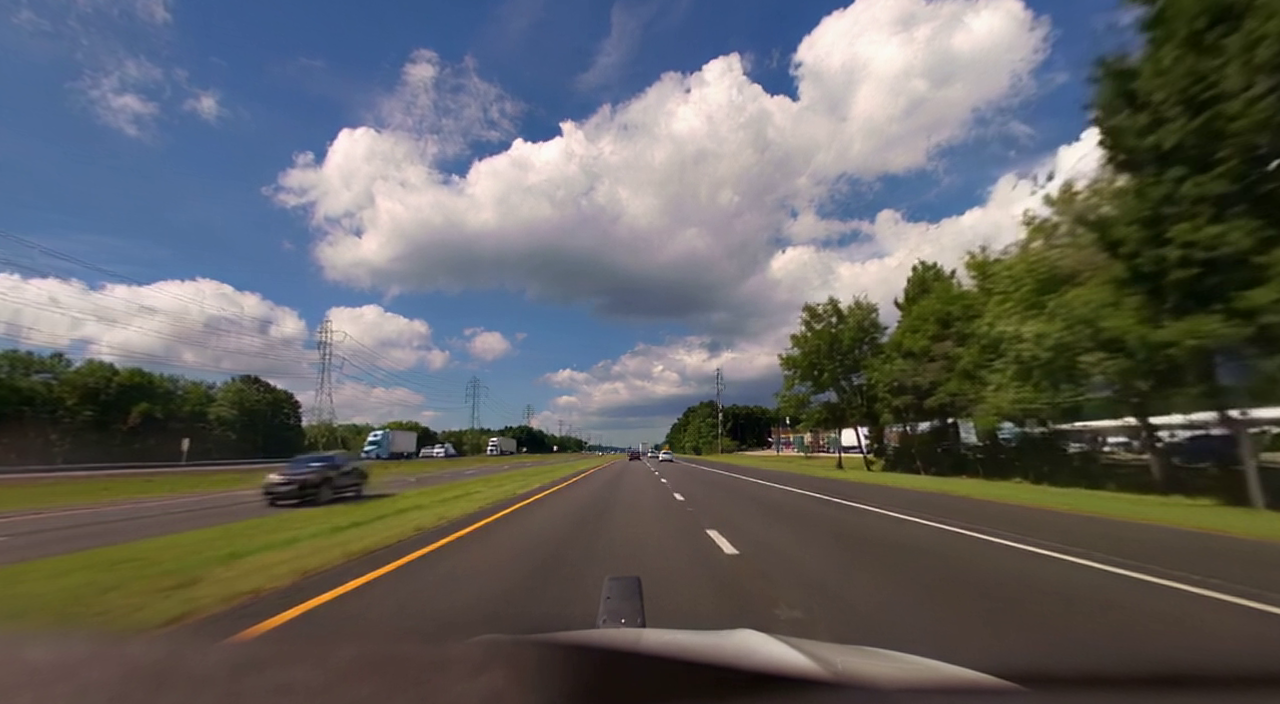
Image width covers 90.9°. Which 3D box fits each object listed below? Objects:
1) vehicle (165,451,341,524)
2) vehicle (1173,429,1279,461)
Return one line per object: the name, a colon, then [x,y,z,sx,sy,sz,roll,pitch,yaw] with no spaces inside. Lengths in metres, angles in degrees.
vehicle: [-8.829,3.075,14.813,1.736,1.443,3.756,0,-9,0]
vehicle: [29.671,4.639,31.356,4.541,1.499,1.838,-8,-12,43]
